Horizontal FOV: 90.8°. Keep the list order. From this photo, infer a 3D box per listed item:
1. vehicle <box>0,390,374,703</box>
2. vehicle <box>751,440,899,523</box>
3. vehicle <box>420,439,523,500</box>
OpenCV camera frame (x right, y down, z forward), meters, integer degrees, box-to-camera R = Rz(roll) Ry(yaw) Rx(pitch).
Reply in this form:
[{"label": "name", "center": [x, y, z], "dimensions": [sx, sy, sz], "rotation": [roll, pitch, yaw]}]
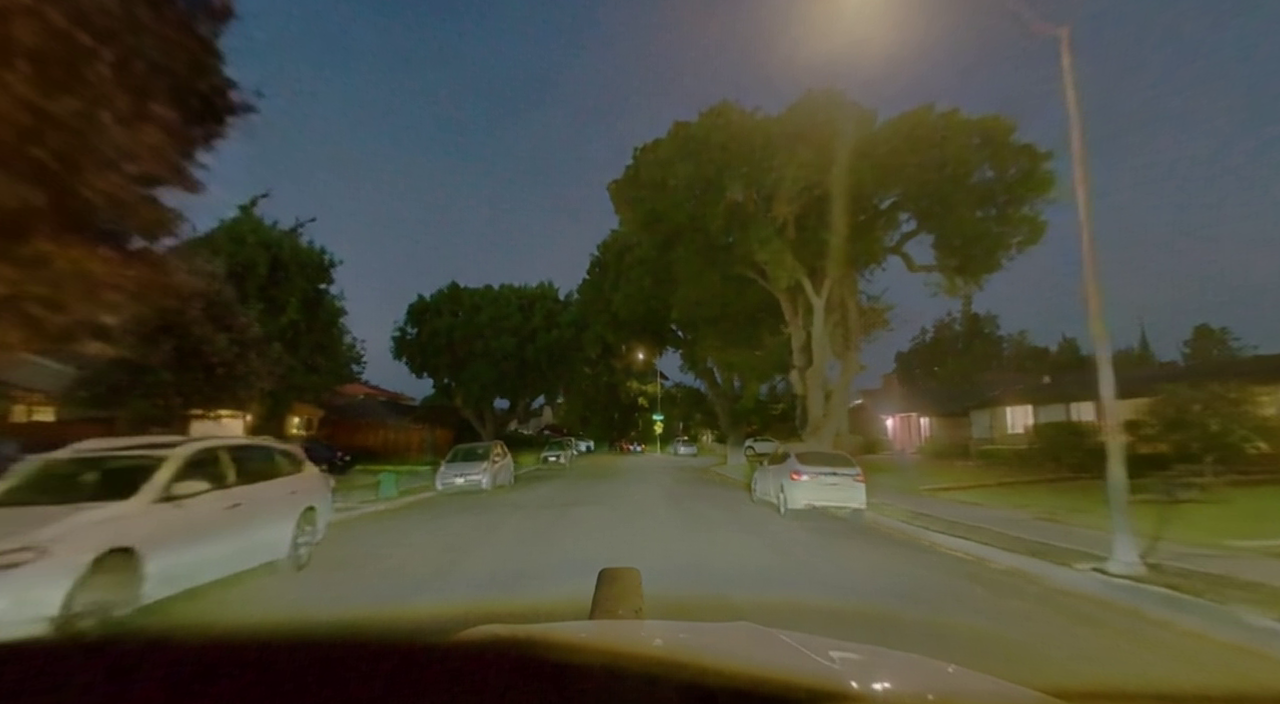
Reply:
[{"label": "vehicle", "center": [-4.618, 1.413, 5.894], "dimensions": [2.140, 1.815, 4.926], "rotation": [0, -7, 0]}, {"label": "vehicle", "center": [3.736, 2.676, 13.596], "dimensions": [1.945, 1.495, 3.983], "rotation": [0, -9, 0]}, {"label": "vehicle", "center": [-5.017, 3.544, 19.527], "dimensions": [1.887, 1.660, 4.312], "rotation": [0, -9, 1]}]
